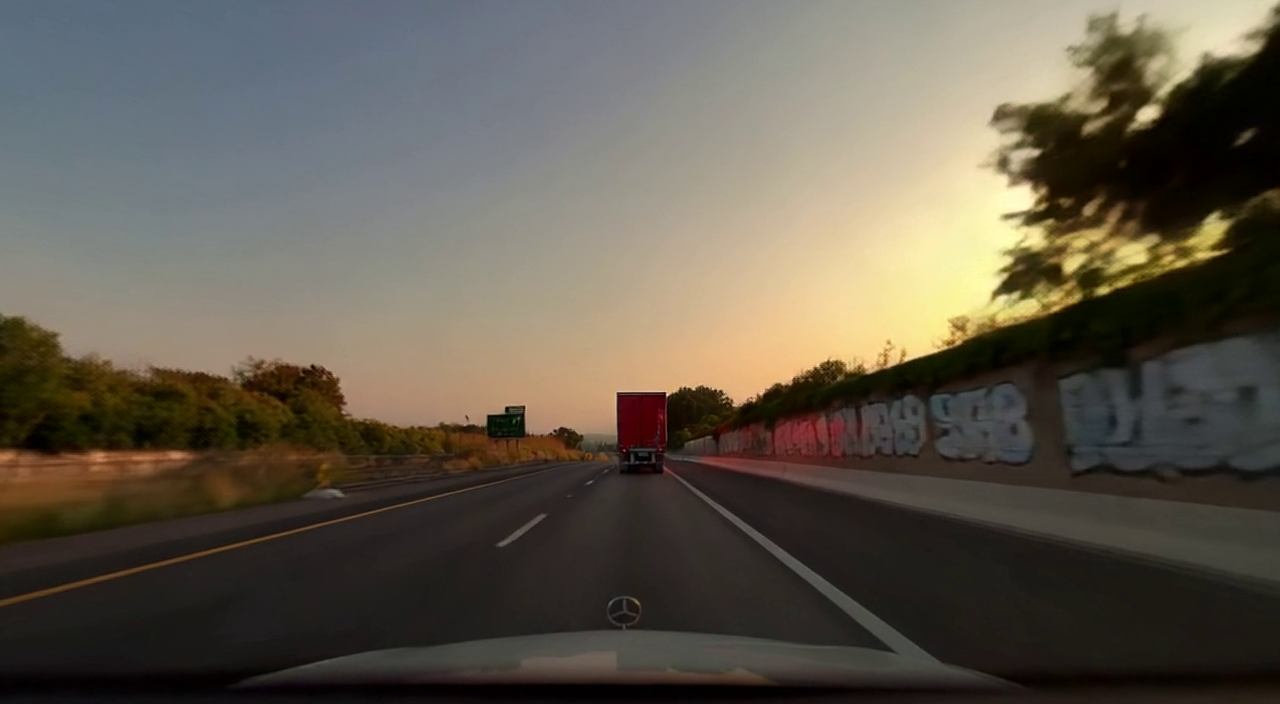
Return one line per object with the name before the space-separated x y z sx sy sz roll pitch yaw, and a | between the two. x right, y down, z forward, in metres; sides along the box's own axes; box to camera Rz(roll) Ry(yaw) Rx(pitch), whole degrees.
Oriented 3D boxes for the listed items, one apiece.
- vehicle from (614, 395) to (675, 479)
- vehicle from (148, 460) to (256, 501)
vehicle | 0.124 4.826 35.040 2.900 3.955 10.151 0 -9 -1
vehicle | -17.148 5.001 24.874 1.725 1.422 3.480 0 -9 0
